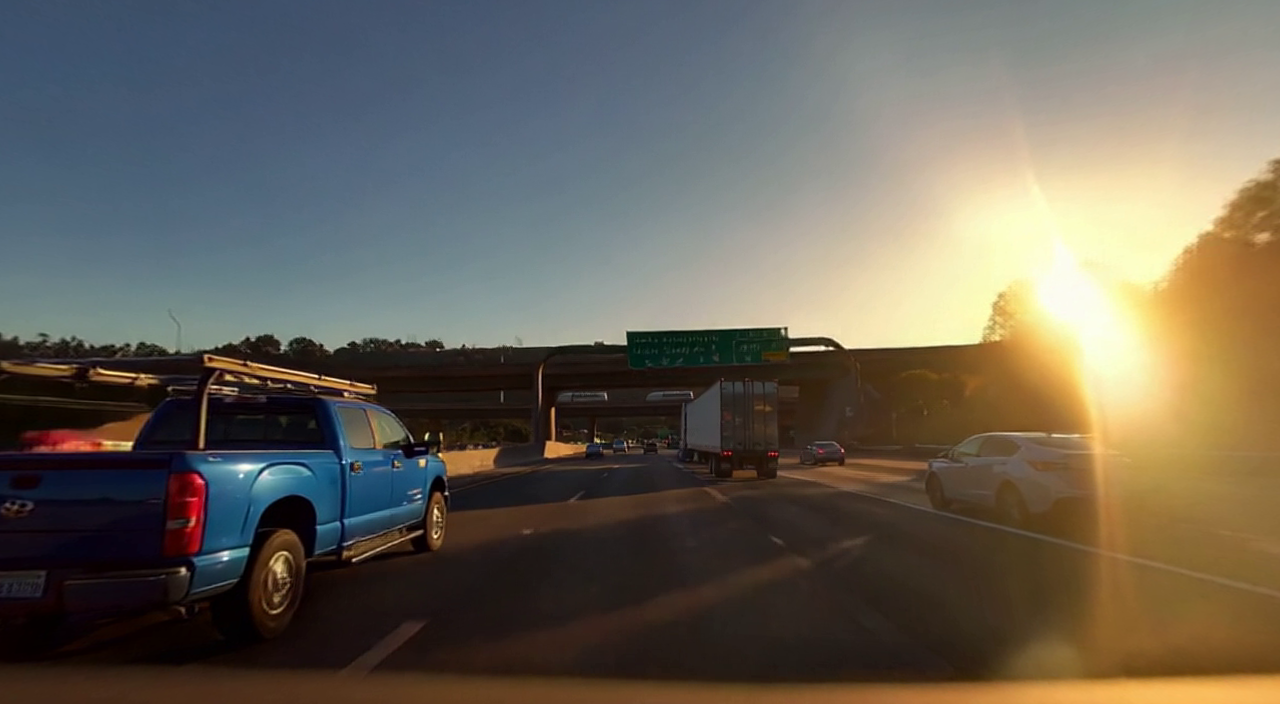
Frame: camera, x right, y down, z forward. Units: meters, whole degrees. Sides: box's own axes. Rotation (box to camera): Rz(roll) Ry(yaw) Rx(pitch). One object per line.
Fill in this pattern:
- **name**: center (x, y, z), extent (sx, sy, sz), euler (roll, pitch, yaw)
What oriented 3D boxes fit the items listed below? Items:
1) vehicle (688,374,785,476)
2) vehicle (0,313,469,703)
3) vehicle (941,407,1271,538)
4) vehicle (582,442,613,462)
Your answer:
- **vehicle**: center (4.361, 3.851, 31.744), extent (2.885, 4.036, 12.891), euler (0, -8, 0)
- **vehicle**: center (-3.870, 1.277, 6.241), extent (2.599, 2.054, 6.288), euler (0, -8, 0)
- **vehicle**: center (7.264, 1.926, 10.675), extent (1.999, 1.700, 4.640), euler (0, -8, 0)
- **vehicle**: center (-3.216, 7.634, 48.325), extent (2.077, 1.446, 4.106), euler (0, -8, 1)
